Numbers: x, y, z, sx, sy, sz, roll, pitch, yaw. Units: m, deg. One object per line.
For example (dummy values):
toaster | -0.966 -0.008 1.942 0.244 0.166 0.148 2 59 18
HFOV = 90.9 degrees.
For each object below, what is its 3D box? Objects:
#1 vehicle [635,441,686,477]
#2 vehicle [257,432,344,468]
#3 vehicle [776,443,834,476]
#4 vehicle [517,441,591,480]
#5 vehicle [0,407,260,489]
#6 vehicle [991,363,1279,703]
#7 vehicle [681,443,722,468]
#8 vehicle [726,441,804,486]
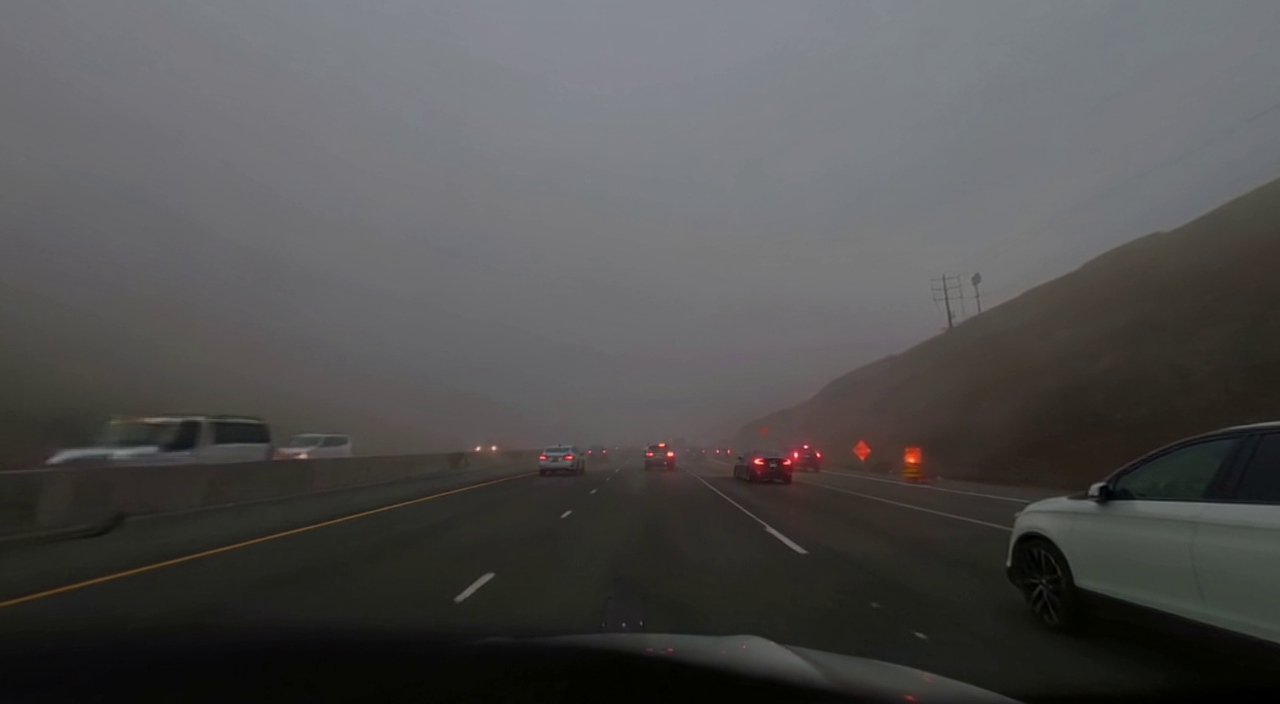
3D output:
vehicle | 0.869 4.815 28.701 2.138 1.473 4.392 0 -8 0
vehicle | -17.360 5.038 32.536 1.965 1.712 4.376 0 -8 1
vehicle | 8.223 5.360 31.733 1.843 1.505 4.007 0 -8 0
vehicle | -3.332 4.301 25.300 2.232 1.438 4.163 -1 -8 2
vehicle | -14.285 2.755 18.195 2.547 1.937 6.432 0 -8 1
vehicle | 3.863 0.880 2.738 2.018 1.670 4.658 0 -8 1
vehicle | 3.849 6.583 40.294 2.177 1.453 4.205 0 -8 0
vehicle | 4.426 4.004 22.976 1.867 1.465 4.093 0 -8 -1
